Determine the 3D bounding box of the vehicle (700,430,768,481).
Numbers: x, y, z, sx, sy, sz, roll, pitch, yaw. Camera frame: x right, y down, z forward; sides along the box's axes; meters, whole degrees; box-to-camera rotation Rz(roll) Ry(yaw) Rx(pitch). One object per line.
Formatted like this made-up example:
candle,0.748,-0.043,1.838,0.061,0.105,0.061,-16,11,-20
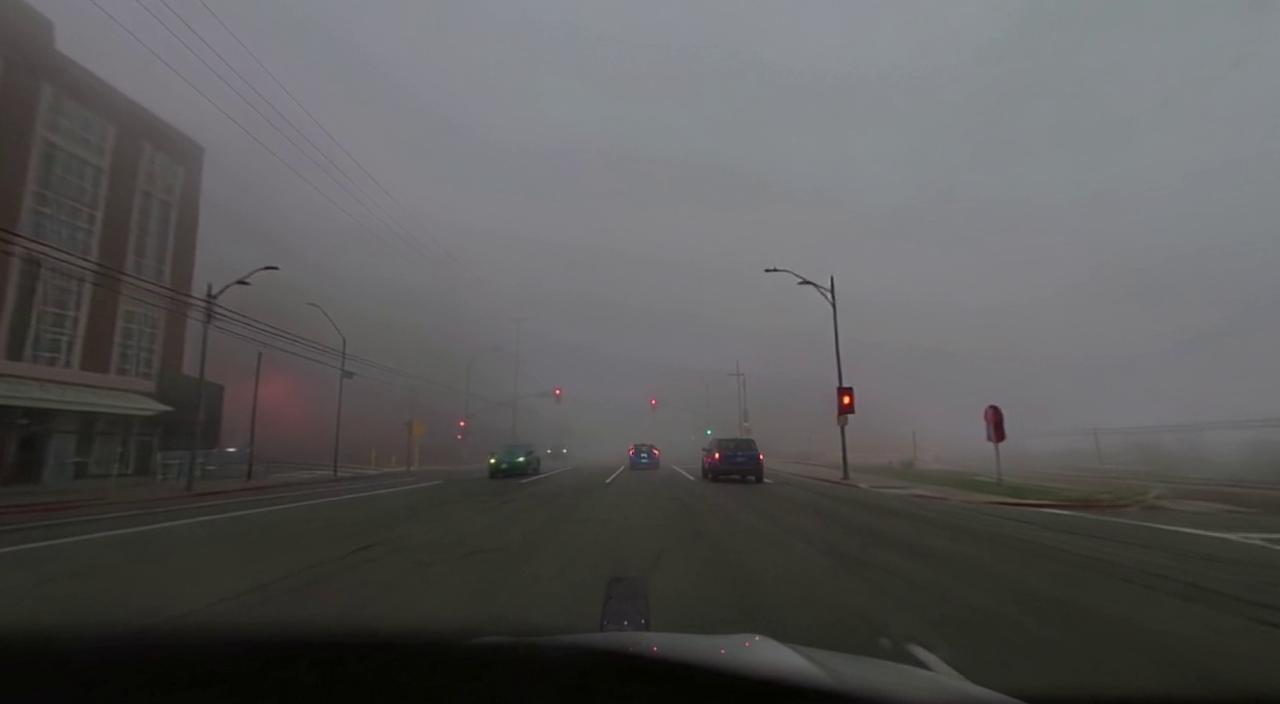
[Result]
vehicle,3.859,4.382,26.802,2.159,1.938,4.836,0,-9,0

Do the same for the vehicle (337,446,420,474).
vehicle,-19.736,8.142,47.668,5.223,2.060,2.247,0,-8,1

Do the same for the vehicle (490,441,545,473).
vehicle,-6.868,5.934,35.778,2.200,1.666,4.126,0,-9,1

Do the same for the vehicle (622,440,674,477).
vehicle,0.370,4.954,29.561,2.245,1.587,4.094,0,-9,1
